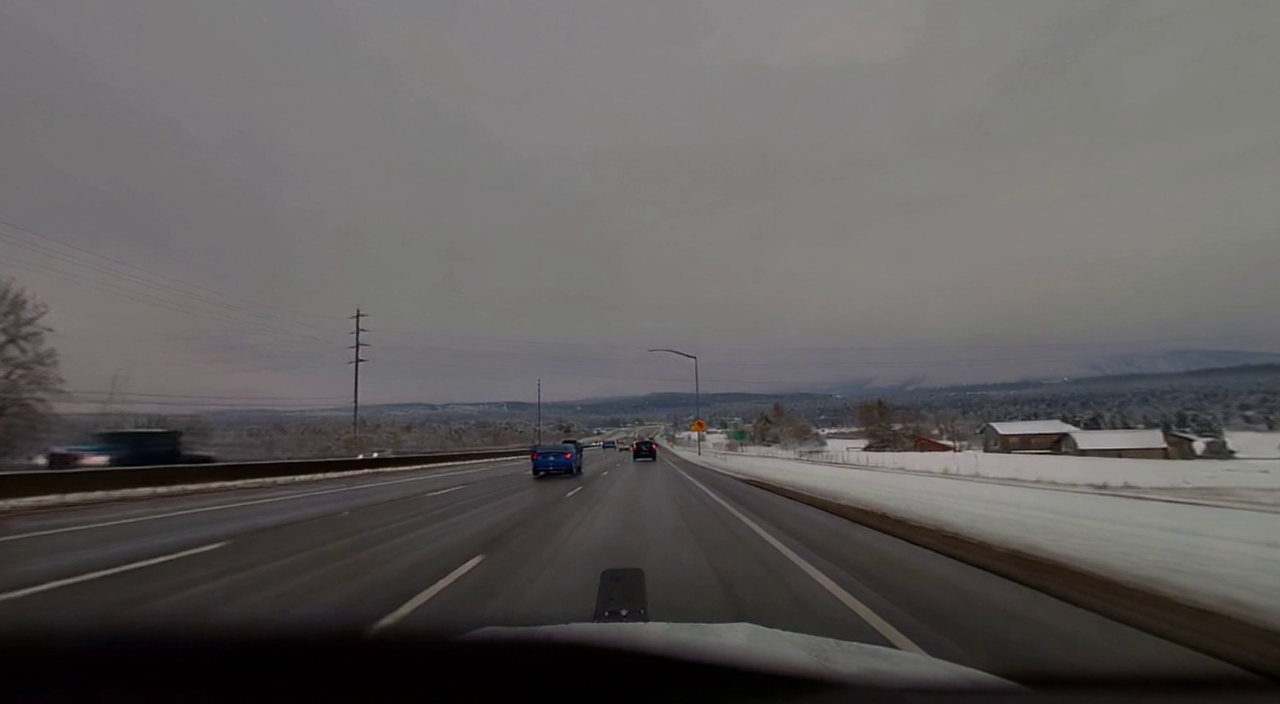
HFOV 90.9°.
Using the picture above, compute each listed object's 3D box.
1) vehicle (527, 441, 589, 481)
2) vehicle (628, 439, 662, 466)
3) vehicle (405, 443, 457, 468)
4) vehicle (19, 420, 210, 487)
[{"bbox_3d":[-3.411,4.626,27.126,1.967,1.517,4.808,0,-8,1],"label":"vehicle"},{"bbox_3d":[0.350,6.827,42.923,2.194,1.737,4.127,0,-8,0],"label":"vehicle"},{"bbox_3d":[-14.291,7.073,43.381,2.047,1.608,4.257,-1,-8,1],"label":"vehicle"},{"bbox_3d":[-28.119,5.502,34.563,3.066,3.140,8.513,0,-8,0],"label":"vehicle"}]
